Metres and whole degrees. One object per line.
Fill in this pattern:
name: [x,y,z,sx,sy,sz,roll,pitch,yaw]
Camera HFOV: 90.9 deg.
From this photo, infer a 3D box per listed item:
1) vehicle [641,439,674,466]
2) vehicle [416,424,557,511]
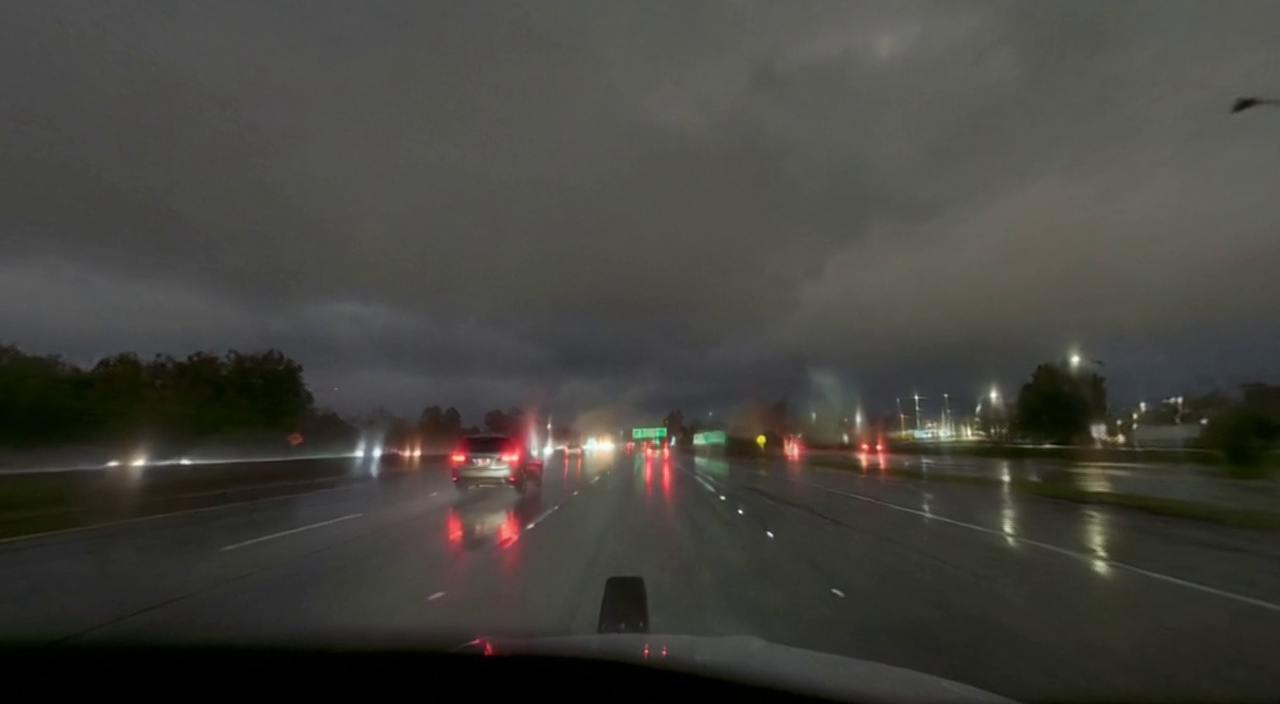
vehicle: [1.098,6.505,40.978,2.023,1.589,4.030,-1,-8,1]
vehicle: [-3.467,2.719,15.297,2.214,1.759,4.435,-1,-8,1]
